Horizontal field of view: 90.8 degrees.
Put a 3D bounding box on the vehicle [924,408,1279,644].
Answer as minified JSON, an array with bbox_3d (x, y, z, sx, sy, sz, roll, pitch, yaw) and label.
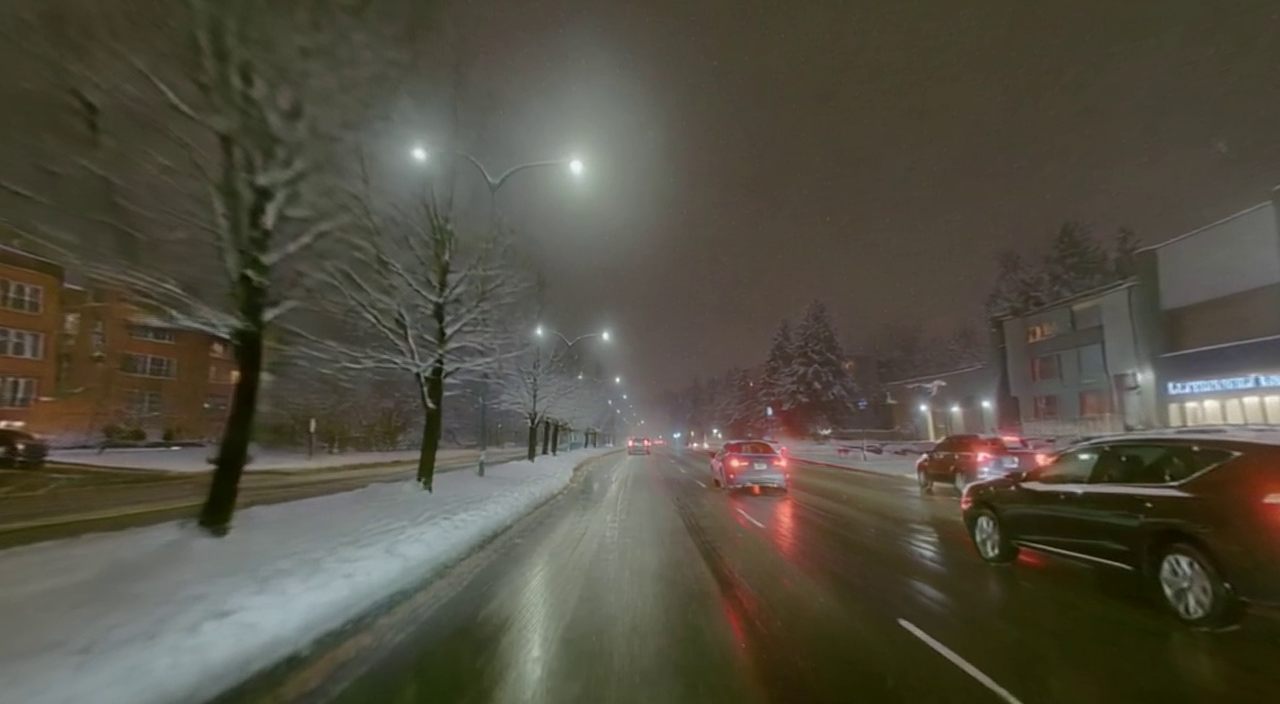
[{"bbox_3d":[5.011,1.415,6.081,2.098,1.507,4.655,0,-8,-5],"label":"vehicle"}]

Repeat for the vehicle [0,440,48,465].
[{"bbox_3d":[-37.931,5.983,37.544,3.747,1.422,1.643,1,-9,-1],"label":"vehicle"}]

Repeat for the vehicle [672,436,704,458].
[{"bbox_3d":[3.697,7.392,49.046,2.041,1.611,4.426,0,-8,-1],"label":"vehicle"}]

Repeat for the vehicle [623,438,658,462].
[{"bbox_3d":[-0.021,6.196,40.029,2.095,1.456,3.873,0,-8,-1],"label":"vehicle"}]

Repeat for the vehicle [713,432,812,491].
[{"bbox_3d":[3.483,3.227,18.954,1.953,1.514,4.672,0,-8,-1],"label":"vehicle"}]
